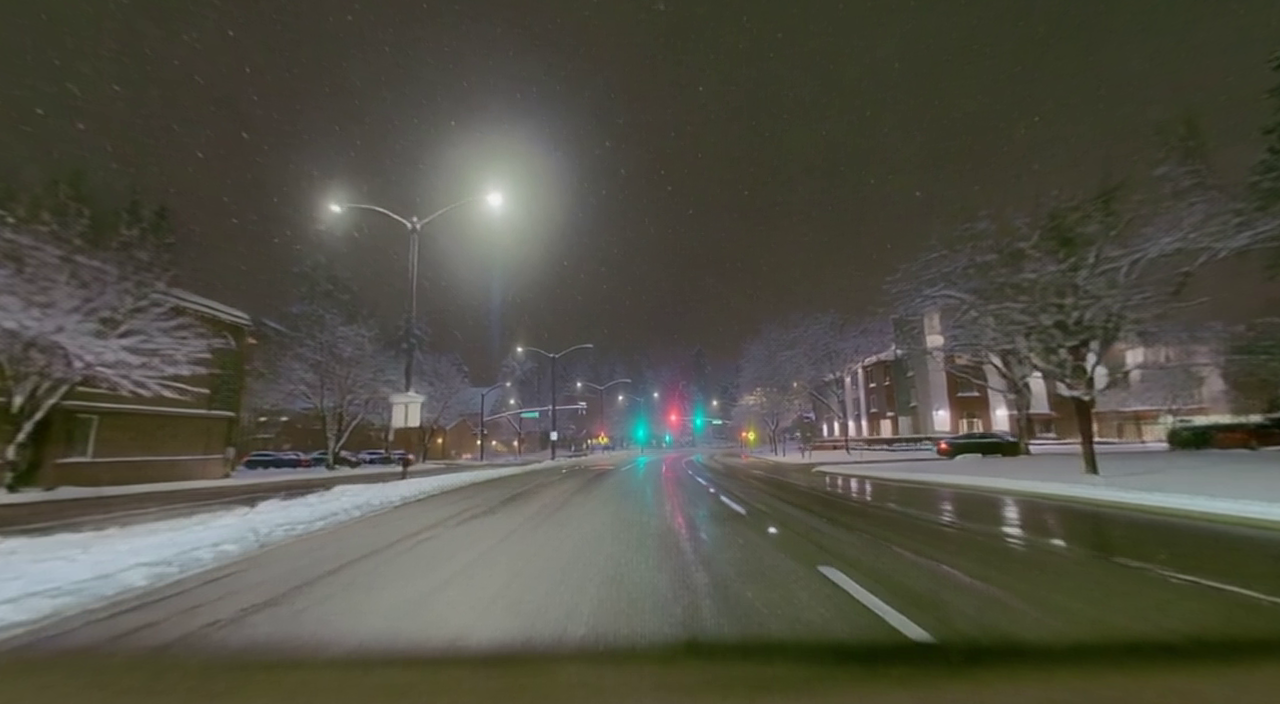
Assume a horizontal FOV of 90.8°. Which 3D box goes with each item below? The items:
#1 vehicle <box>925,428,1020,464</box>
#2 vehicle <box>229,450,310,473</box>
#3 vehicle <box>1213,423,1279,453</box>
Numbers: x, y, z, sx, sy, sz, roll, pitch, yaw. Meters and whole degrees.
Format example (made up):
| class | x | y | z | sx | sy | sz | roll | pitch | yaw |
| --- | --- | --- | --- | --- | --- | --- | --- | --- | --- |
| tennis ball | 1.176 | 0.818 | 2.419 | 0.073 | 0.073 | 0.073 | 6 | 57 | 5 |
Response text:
| class | x | y | z | sx | sy | sz | roll | pitch | yaw |
| --- | --- | --- | --- | --- | --- | --- | --- | --- | --- |
| vehicle | 19.609 | 5.573 | 37.533 | 2.074 | 1.959 | 4.793 | 3 | -9 | -18 |
| vehicle | -28.467 | 8.396 | 48.653 | 4.913 | 1.677 | 2.032 | 0 | -9 | -1 |
| vehicle | 31.955 | 4.381 | 32.213 | 1.574 | 1.448 | 3.558 | 3 | -9 | -23 |
